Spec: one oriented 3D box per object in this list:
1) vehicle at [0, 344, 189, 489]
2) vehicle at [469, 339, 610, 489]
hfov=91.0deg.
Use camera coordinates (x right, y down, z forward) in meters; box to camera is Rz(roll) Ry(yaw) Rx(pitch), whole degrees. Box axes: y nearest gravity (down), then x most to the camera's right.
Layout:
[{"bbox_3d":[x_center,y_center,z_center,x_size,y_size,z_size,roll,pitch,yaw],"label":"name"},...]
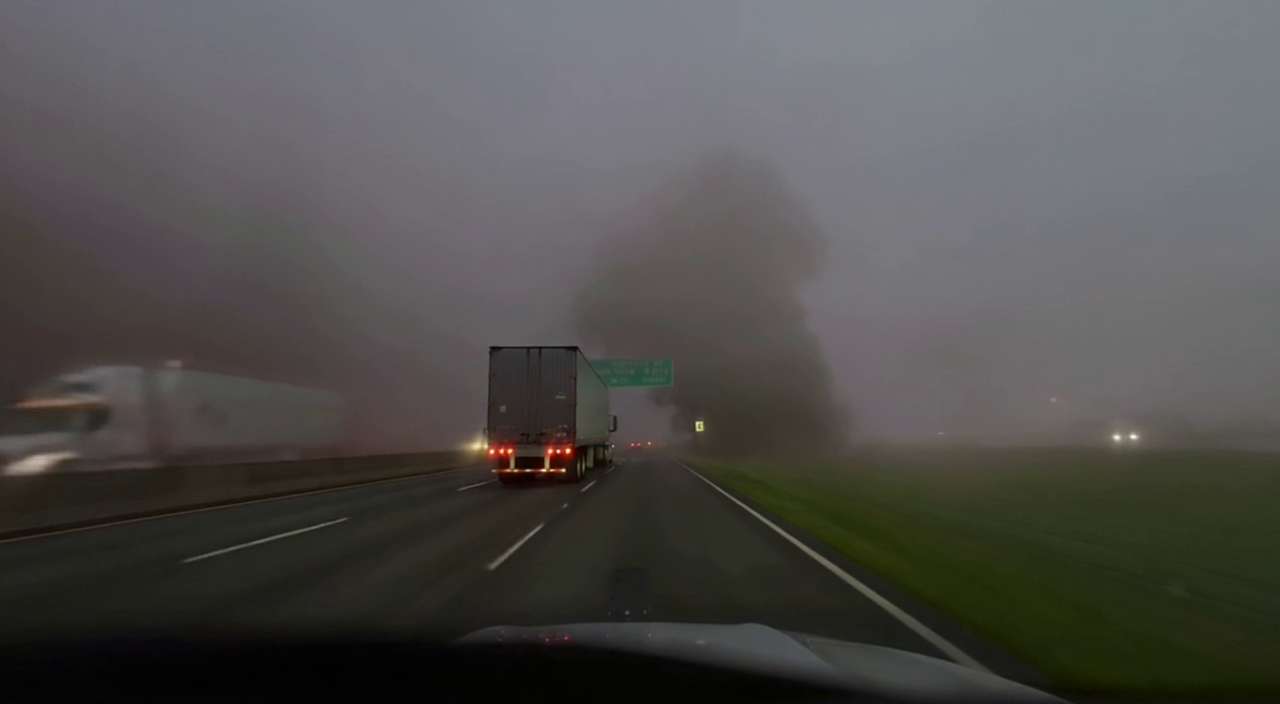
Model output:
[{"bbox_3d":[-18.130,2.133,20.087,2.973,3.958,5.603,0,-8,1],"label":"vehicle"},{"bbox_3d":[-3.060,2.677,24.233,2.947,4.051,14.256,-1,-8,1],"label":"vehicle"}]
